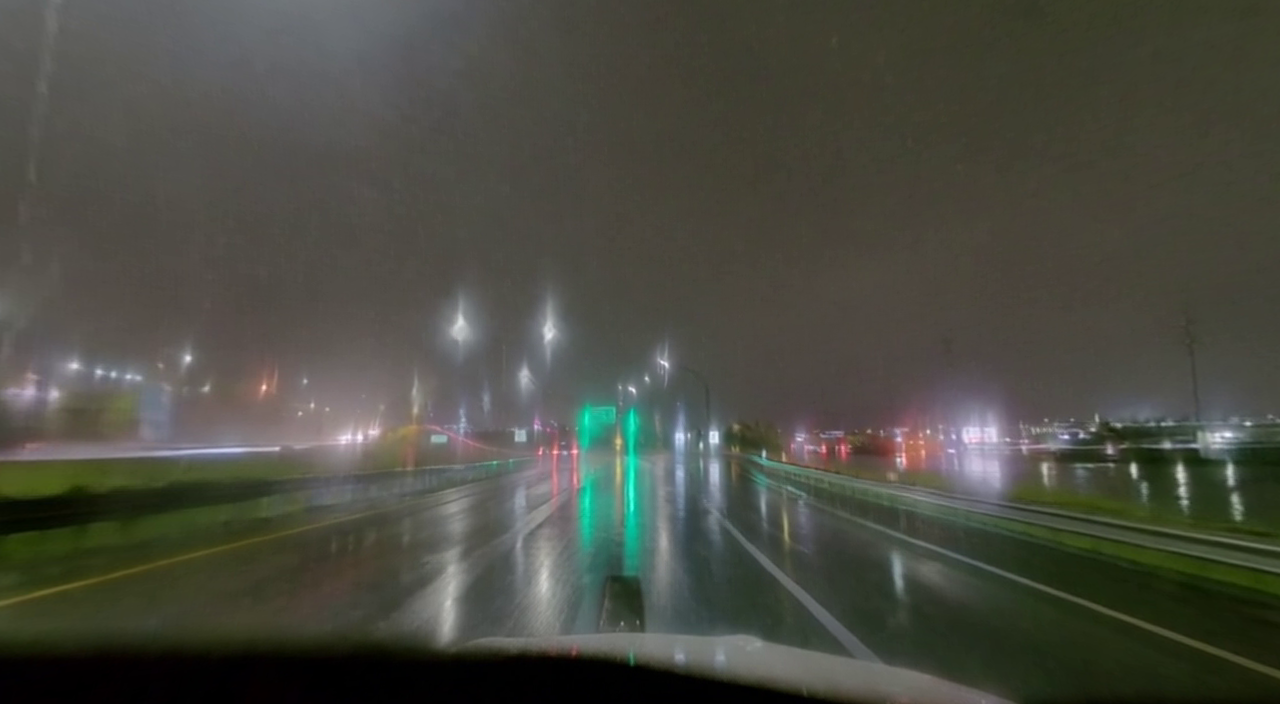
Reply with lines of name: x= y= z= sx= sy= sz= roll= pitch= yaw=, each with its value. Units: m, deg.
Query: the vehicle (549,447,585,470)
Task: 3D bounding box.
vehicle: x=-5.198 y=7.660 z=45.462 sx=2.234 sy=1.588 sz=4.484 roll=1 pitch=-9 yaw=-3
